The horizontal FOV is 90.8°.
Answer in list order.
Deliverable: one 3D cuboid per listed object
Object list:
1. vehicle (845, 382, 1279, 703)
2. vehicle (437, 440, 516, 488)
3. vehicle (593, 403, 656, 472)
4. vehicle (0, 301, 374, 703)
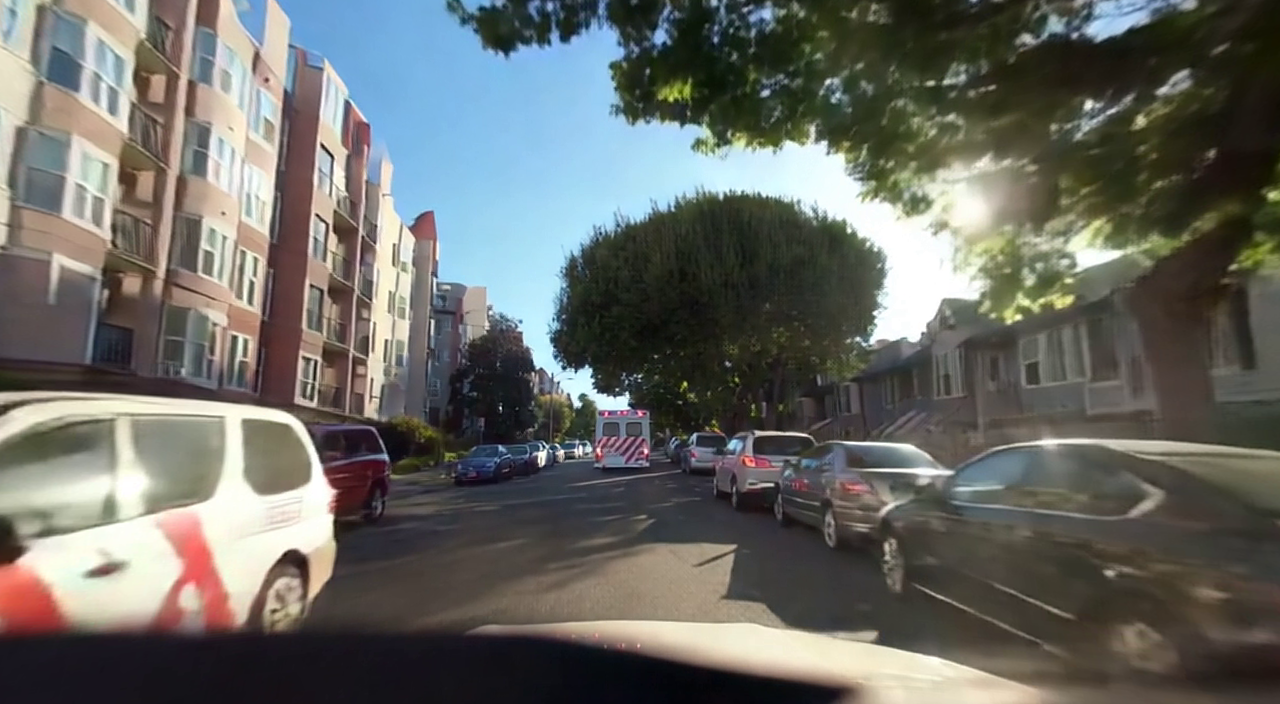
[{"bbox_3d":[3.152,1.190,4.096,2.035,1.549,4.373,2,-8,-3],"label":"vehicle"},{"bbox_3d":[-6.136,4.221,24.224,1.967,1.492,4.781,-4,-8,-4],"label":"vehicle"},{"bbox_3d":[-0.768,4.285,31.457,2.754,3.008,7.730,0,-8,-1],"label":"vehicle"},{"bbox_3d":[-3.114,0.881,2.873,2.029,1.802,4.229,-1,-8,-1],"label":"vehicle"}]
